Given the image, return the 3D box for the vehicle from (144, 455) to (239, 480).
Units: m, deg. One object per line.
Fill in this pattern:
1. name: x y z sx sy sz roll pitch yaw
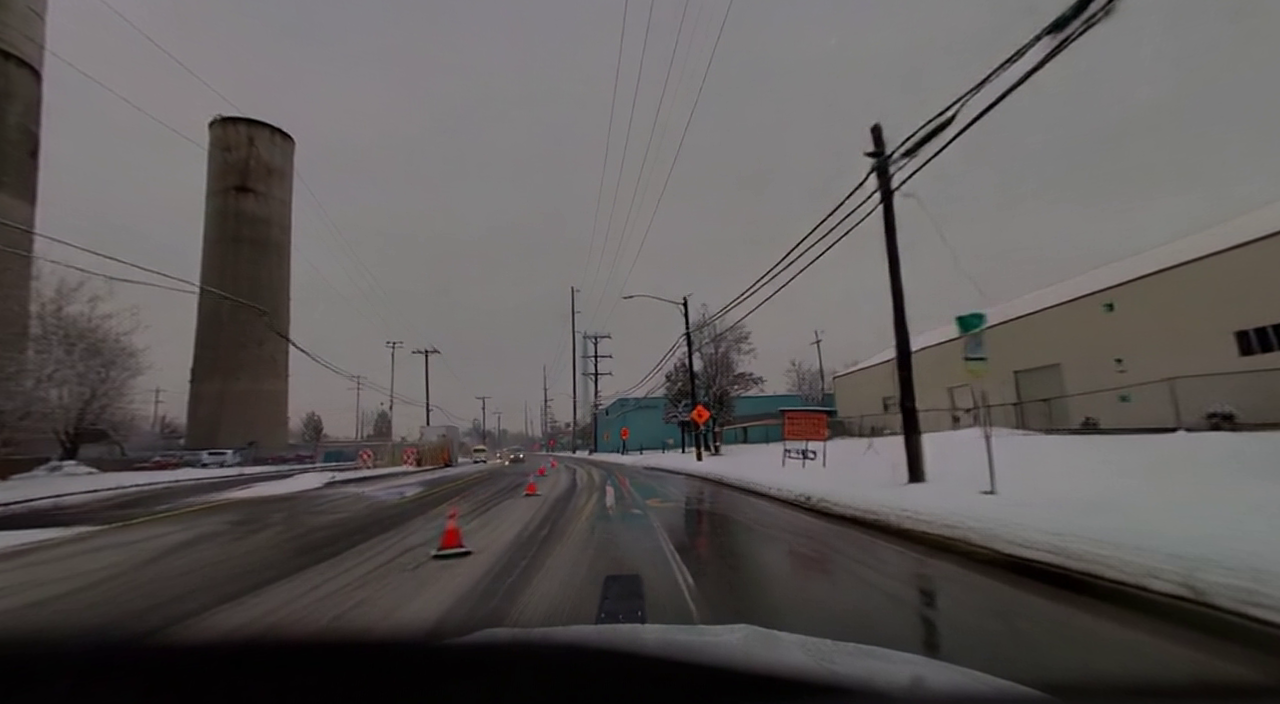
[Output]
1. vehicle: -26.894 6.921 37.982 4.184 1.411 1.855 1 -9 -6
